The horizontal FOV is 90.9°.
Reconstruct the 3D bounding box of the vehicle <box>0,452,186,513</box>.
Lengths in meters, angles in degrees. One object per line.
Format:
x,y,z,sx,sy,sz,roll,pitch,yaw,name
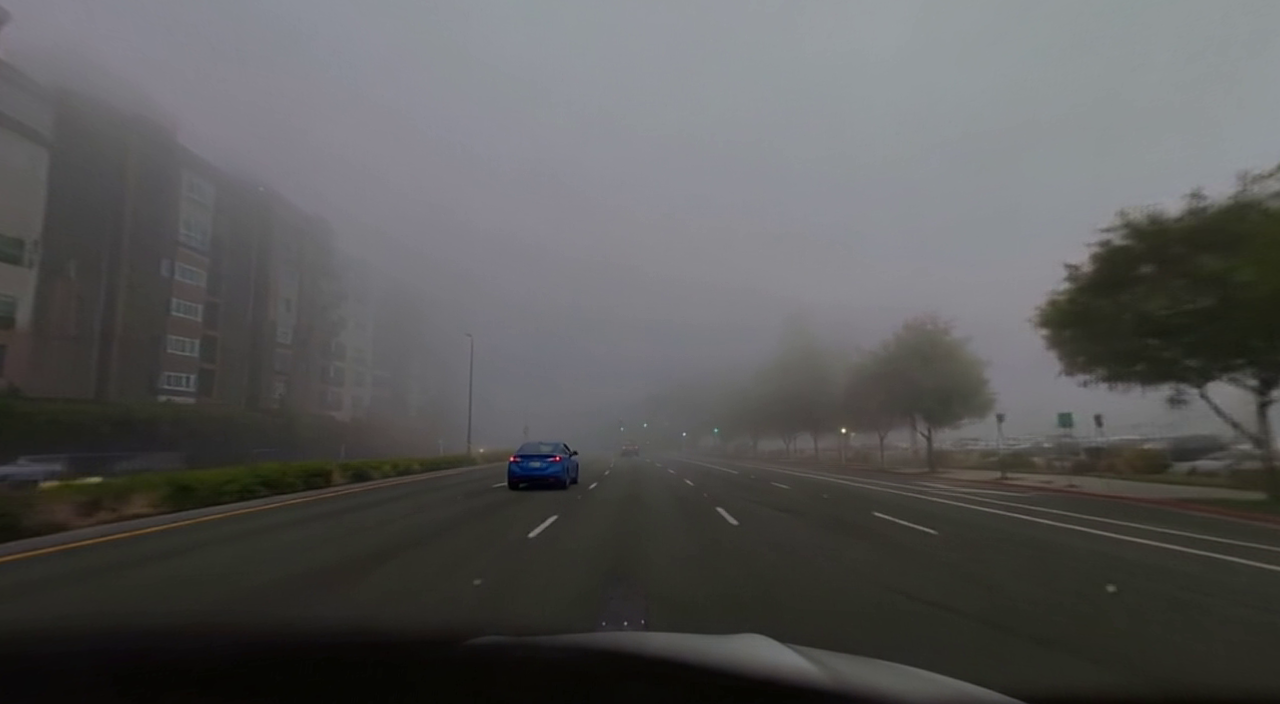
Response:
-16.370,3.863,19.184,1.890,1.479,4.484,-2,-8,-2,vehicle

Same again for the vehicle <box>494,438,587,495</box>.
-2.881,3.438,19.313,2.009,1.489,4.543,-1,-8,1,vehicle
